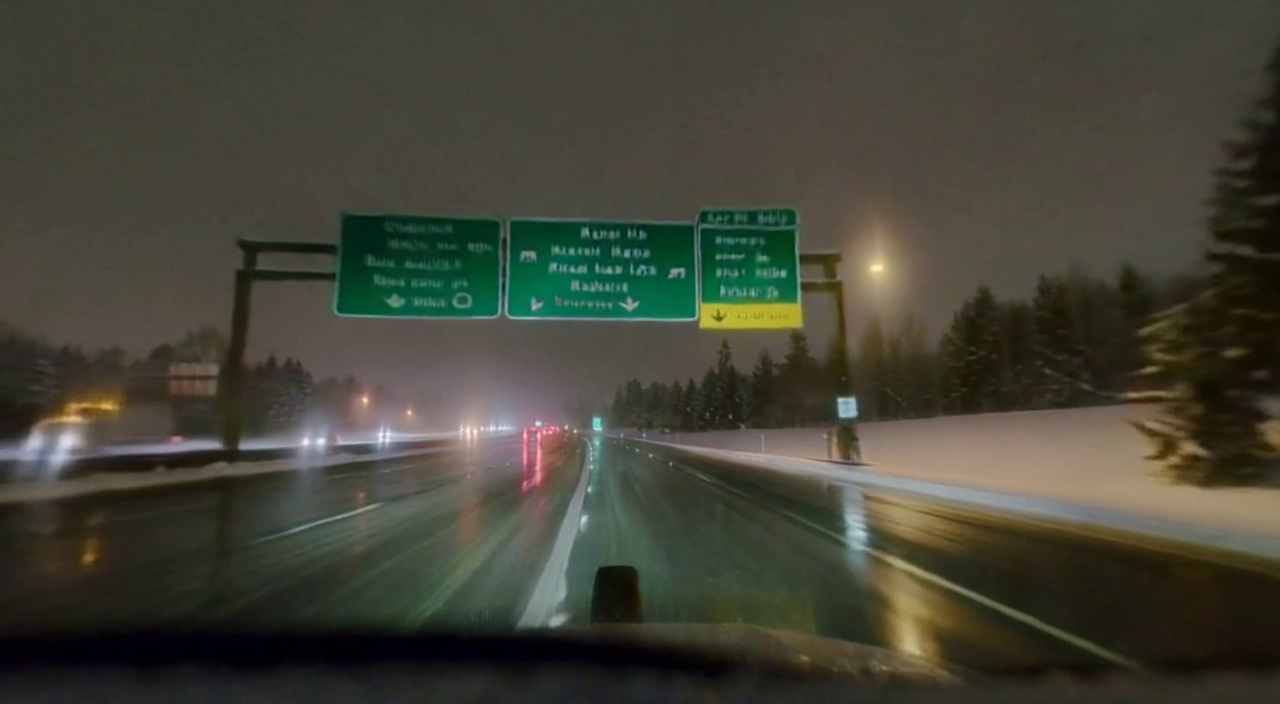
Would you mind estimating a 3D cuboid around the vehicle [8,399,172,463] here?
[{"bbox_3d":[-29.567,4.333,34.331,2.628,3.088,7.182,0,-8,-3],"label":"vehicle"}]
